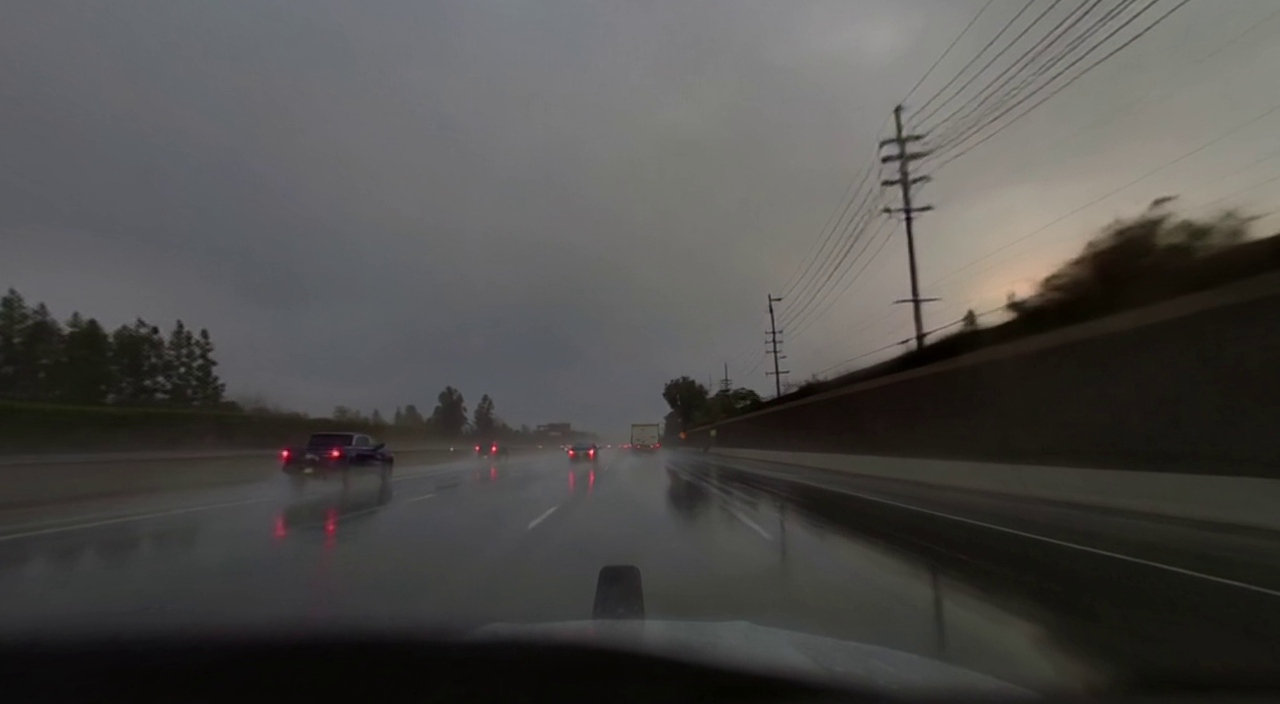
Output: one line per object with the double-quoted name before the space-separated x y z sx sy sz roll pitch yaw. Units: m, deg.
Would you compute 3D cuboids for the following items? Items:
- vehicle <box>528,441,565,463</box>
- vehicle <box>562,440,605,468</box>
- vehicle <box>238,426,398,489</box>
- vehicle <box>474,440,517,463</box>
"vehicle" -6.893 7.418 46.920 1.946 1.514 4.687 0 -9 1
"vehicle" -3.294 6.090 37.741 2.045 1.532 4.954 0 -9 1
"vehicle" -10.625 3.550 21.505 2.310 1.853 5.817 0 -9 1
"vehicle" -10.837 7.483 47.533 2.058 1.621 4.739 0 -9 1
